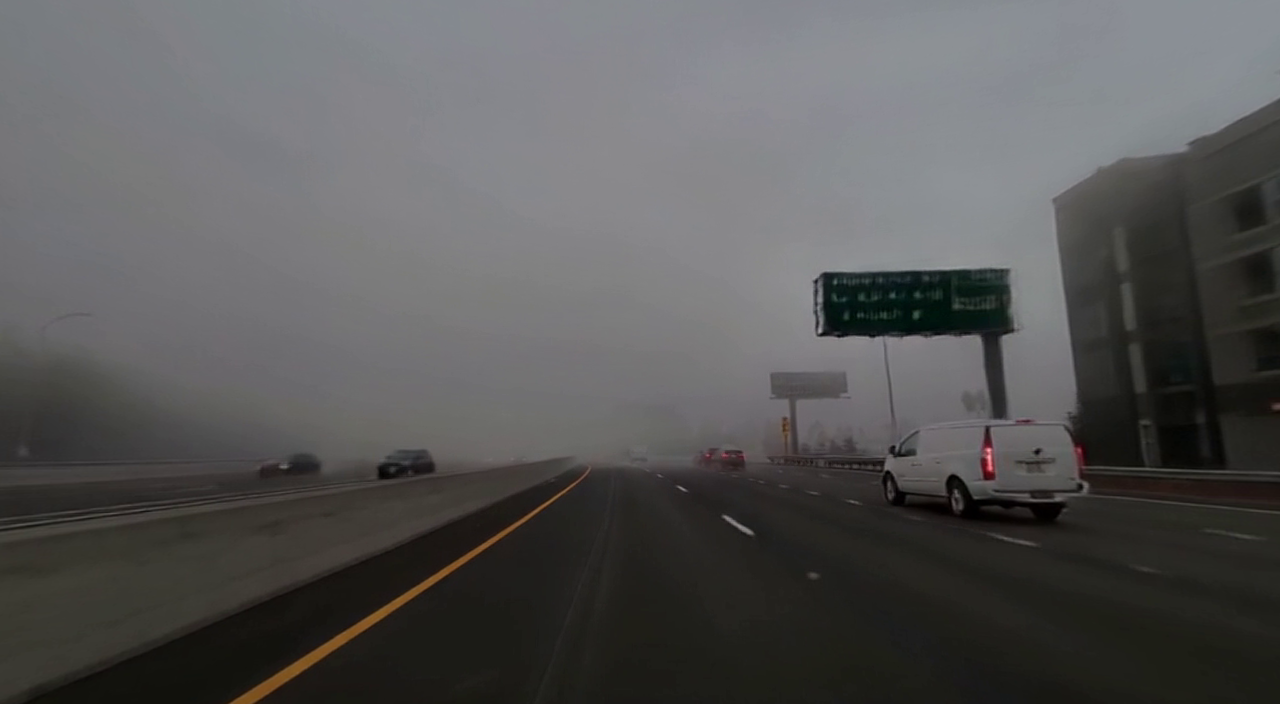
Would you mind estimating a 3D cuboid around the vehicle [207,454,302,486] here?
[{"bbox_3d":[-17.208,5.259,28.463,1.537,1.262,4.550,0,-9,-2],"label":"vehicle"}]

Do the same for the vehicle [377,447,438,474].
[{"bbox_3d":[-13.775,6.509,37.663,2.025,1.259,3.954,4,-12,1],"label":"vehicle"}]

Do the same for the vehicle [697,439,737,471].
[{"bbox_3d":[5.568,7.556,46.477,2.043,2.154,4.731,0,-9,-4],"label":"vehicle"}]

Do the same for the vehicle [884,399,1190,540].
[{"bbox_3d":[6.546,2.022,11.412,2.181,1.952,4.973,0,-9,-1],"label":"vehicle"}]
